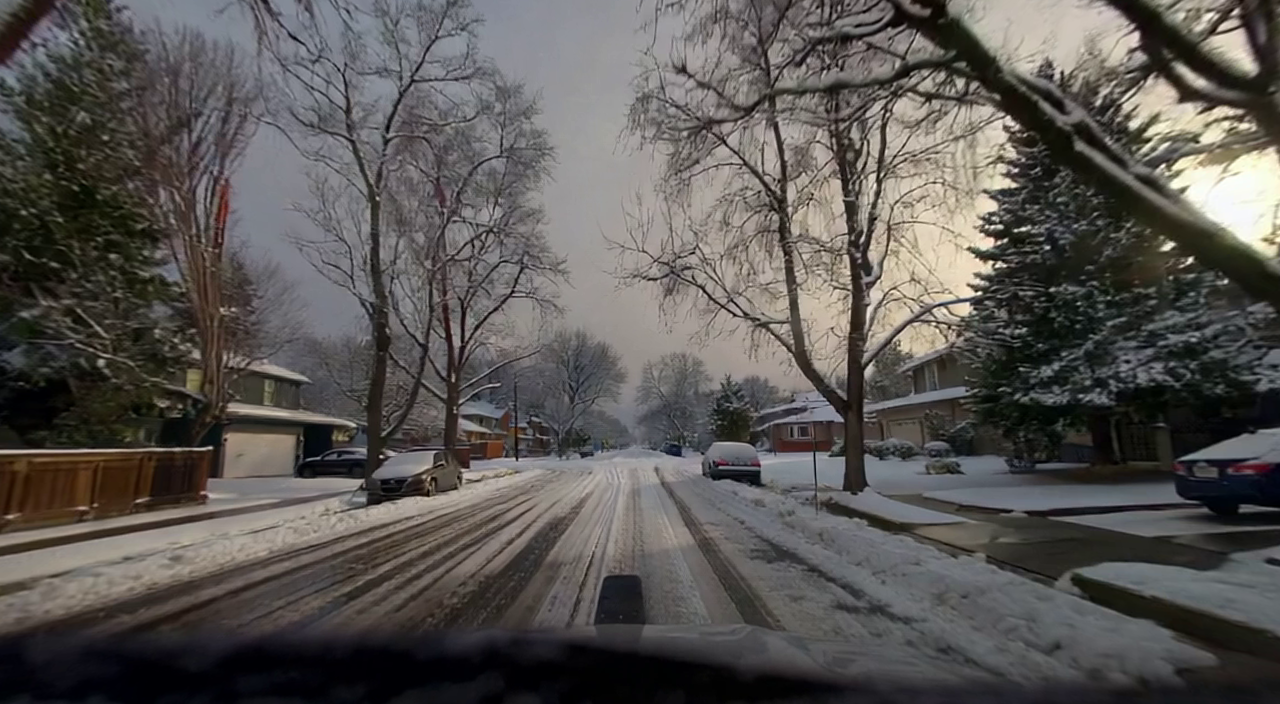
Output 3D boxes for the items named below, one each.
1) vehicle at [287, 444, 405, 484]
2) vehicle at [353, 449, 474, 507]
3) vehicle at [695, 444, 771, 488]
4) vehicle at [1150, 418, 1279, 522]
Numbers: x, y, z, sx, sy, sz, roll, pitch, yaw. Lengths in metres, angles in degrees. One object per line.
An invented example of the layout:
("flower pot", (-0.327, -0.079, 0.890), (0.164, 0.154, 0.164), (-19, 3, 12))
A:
("vehicle", (-12.140, 4.631, 26.259), (3.950, 1.581, 1.902), (-1, -9, 3))
("vehicle", (-6.635, 3.702, 19.098), (2.035, 1.480, 4.508), (0, -8, -1))
("vehicle", (3.322, 4.175, 23.490), (1.986, 1.476, 4.306), (0, -9, -2))
("vehicle", (10.958, 1.794, 9.845), (4.234, 1.464, 1.924), (-1, -8, 4))
